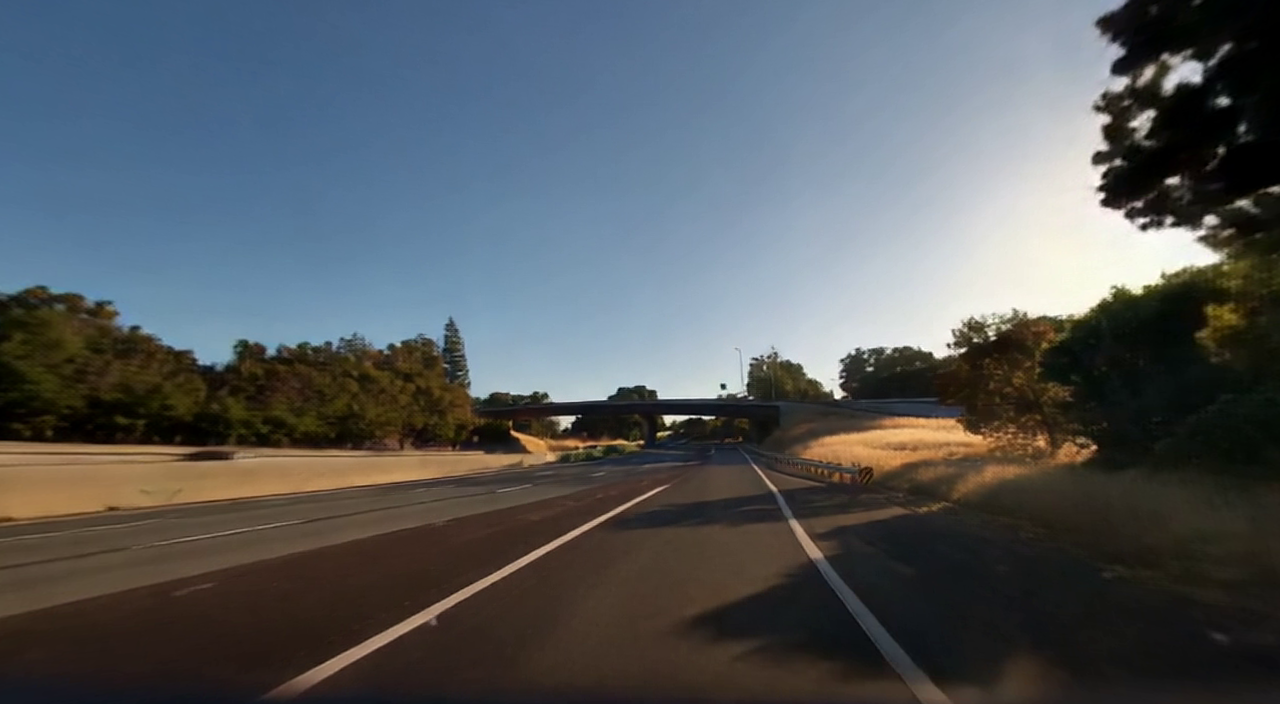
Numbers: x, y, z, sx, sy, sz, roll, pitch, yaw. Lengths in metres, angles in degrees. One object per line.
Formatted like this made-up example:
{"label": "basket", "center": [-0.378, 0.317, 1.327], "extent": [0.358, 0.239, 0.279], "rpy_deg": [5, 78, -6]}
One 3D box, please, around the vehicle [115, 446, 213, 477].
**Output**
{"label": "vehicle", "center": [-22.654, 5.202, 30.160], "extent": [1.648, 1.394, 3.439], "rpy_deg": [-2, -9, 11]}
